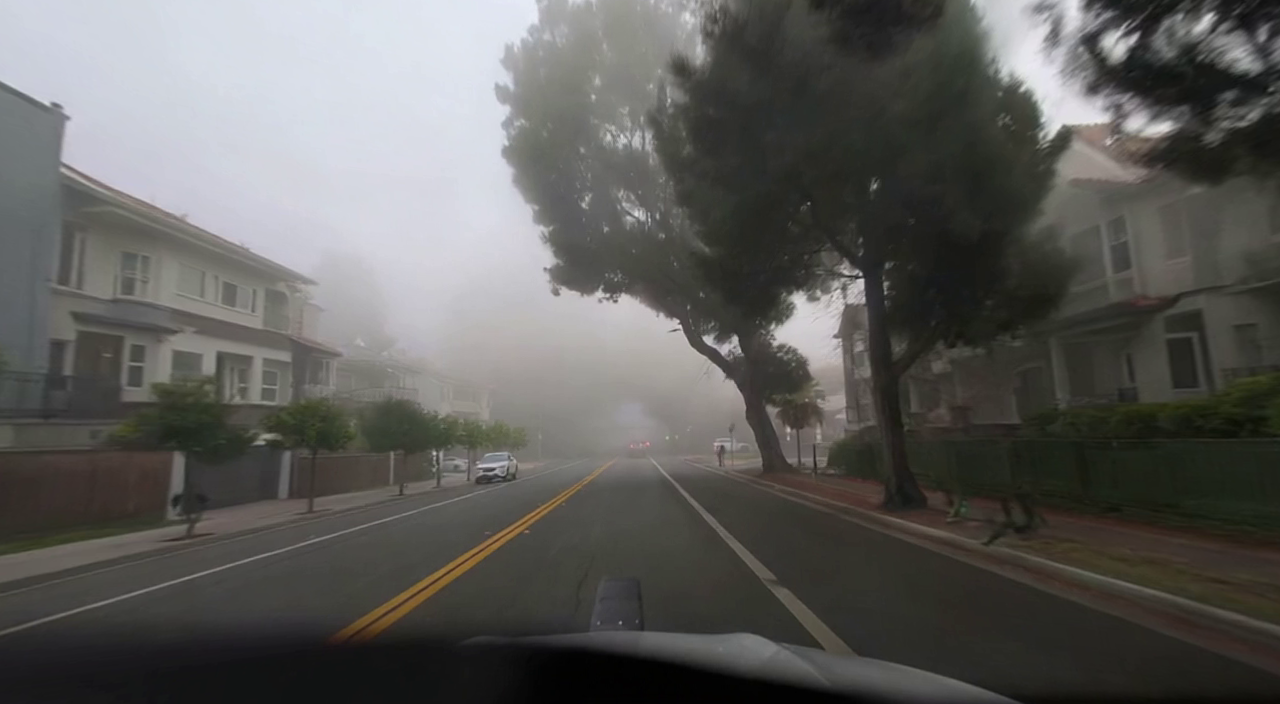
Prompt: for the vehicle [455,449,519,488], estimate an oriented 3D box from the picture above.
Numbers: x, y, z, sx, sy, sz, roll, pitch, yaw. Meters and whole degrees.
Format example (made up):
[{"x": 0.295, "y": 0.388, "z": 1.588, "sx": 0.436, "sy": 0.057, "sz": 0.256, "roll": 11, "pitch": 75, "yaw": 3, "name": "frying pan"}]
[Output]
[{"x": -7.362, "y": 5.620, "z": 30.822, "sx": 2.010, "sy": 1.553, "sz": 4.312, "roll": -4, "pitch": -9, "yaw": 0, "name": "vehicle"}]
